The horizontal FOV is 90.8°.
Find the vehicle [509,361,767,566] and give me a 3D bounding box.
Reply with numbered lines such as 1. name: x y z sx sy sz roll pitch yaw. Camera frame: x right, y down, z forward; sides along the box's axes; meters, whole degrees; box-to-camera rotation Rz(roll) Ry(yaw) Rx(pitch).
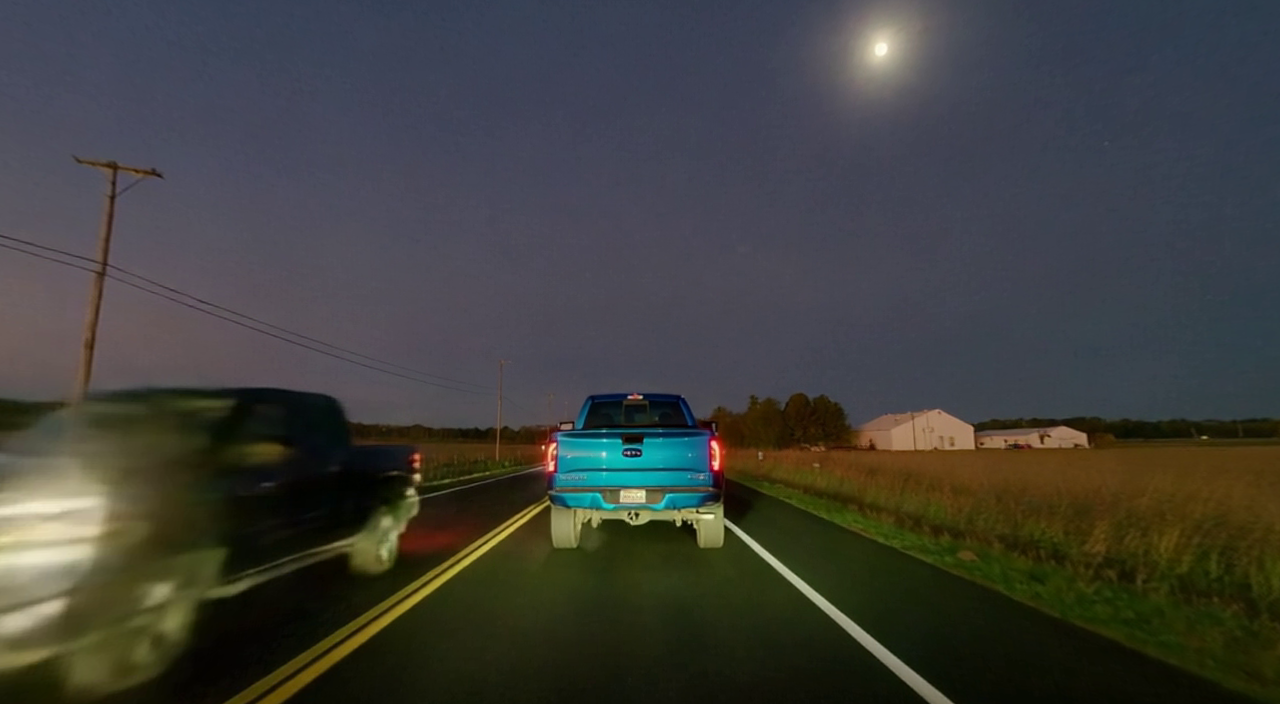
1. vehicle: -0.098 1.795 10.905 2.912 2.320 7.292 0 -8 -1

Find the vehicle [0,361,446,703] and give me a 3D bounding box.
1. vehicle: -3.759 1.316 5.490 2.343 1.727 5.684 0 -8 0
